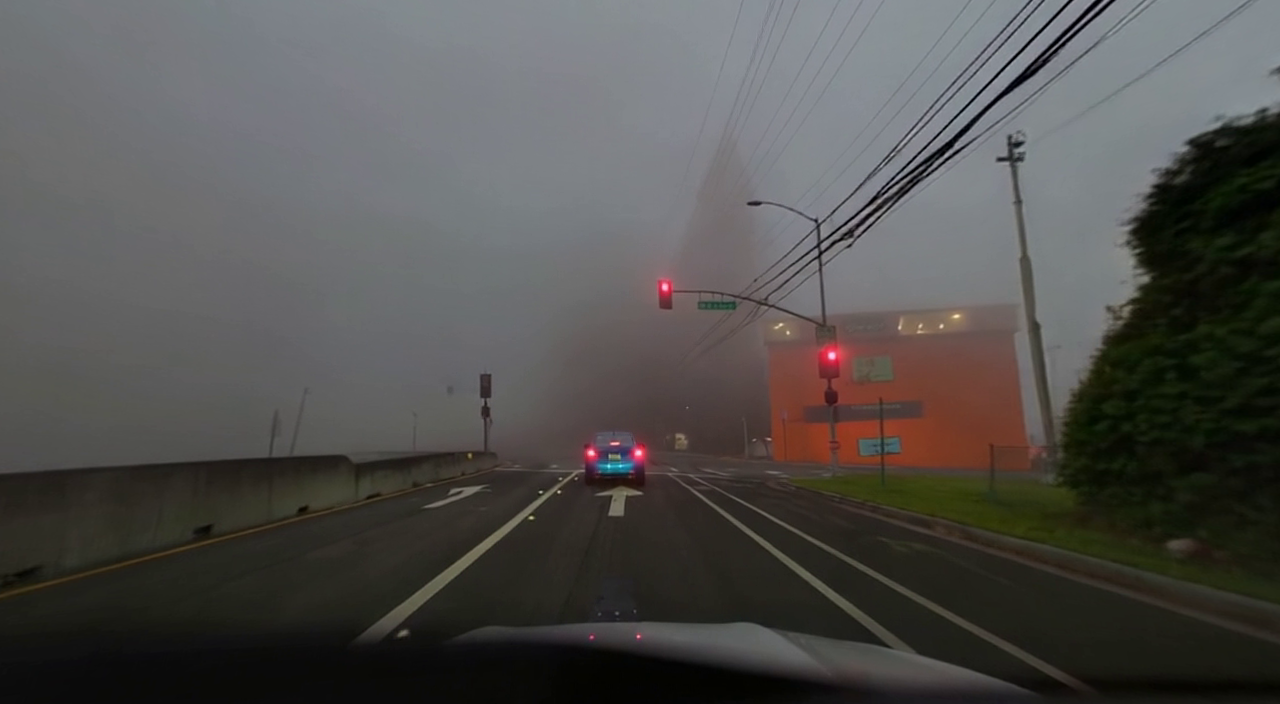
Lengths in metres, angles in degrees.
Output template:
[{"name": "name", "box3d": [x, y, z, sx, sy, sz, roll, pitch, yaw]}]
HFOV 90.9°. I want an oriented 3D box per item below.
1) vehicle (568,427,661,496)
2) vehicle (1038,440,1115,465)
[{"name": "vehicle", "box3d": [-0.619, 2.773, 16.338, 2.123, 1.566, 3.662, 0, -8, -1]}, {"name": "vehicle", "box3d": [27.560, 6.322, 39.901, 1.635, 1.433, 3.558, 5, -9, -31]}]
